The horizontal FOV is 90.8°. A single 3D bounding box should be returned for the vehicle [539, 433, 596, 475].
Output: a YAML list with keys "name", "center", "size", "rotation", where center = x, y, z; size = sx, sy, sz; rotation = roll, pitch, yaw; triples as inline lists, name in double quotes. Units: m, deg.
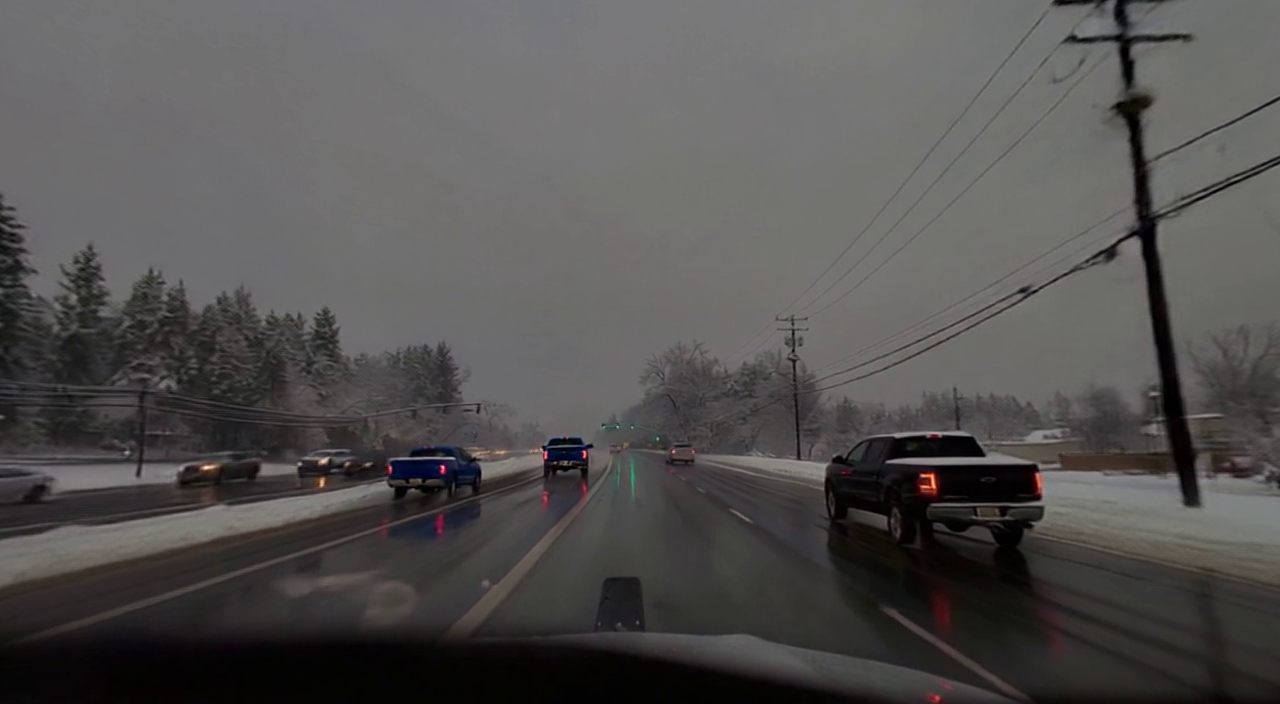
- name: "vehicle"
  center: [-3.640, 5.271, 32.928]
  size: [2.467, 1.991, 6.089]
  rotation: [0, -8, -2]

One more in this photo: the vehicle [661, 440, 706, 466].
- name: "vehicle"
  center: [2.515, 6.025, 37.802]
  size: [2.071, 1.435, 4.226]
  rotation: [1, -9, -5]

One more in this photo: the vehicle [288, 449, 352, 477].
- name: "vehicle"
  center: [-21.163, 7.344, 42.035]
  size: [2.035, 1.706, 4.197]
  rotation: [0, -8, 0]

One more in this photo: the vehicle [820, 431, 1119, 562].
- name: "vehicle"
  center: [4.307, 1.937, 9.317]
  size: [1.840, 1.428, 4.602]
  rotation: [0, -8, -1]

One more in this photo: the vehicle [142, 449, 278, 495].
- name: "vehicle"
  center: [-17.714, 4.932, 26.430]
  size: [2.108, 1.709, 5.041]
  rotation: [0, -9, 0]

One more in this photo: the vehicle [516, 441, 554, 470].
- name: "vehicle"
  center: [-7.606, 7.579, 46.052]
  size: [2.169, 1.865, 4.739]
  rotation: [4, -11, -4]

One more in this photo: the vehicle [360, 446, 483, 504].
- name: "vehicle"
  center: [-6.353, 3.590, 19.051]
  size: [2.035, 1.497, 4.723]
  rotation: [0, -8, 0]
